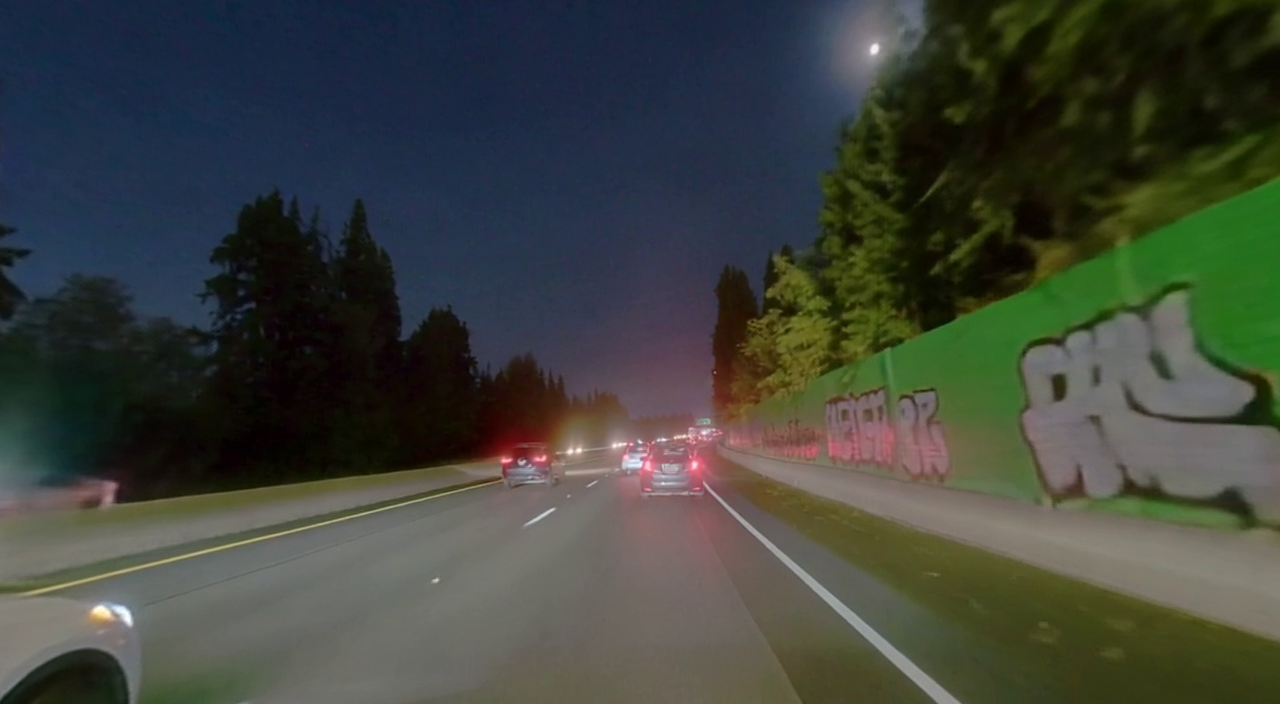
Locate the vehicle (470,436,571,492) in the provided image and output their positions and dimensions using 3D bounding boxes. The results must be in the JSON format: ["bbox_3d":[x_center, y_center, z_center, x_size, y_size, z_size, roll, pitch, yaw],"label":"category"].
[{"bbox_3d":[-3.425,3.297,18.877,2.059,1.471,4.152,0,-8,2],"label":"vehicle"}]

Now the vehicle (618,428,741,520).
[{"bbox_3d":[0.702,2.353,12.647,2.077,1.533,3.854,0,-8,1],"label":"vehicle"}]
